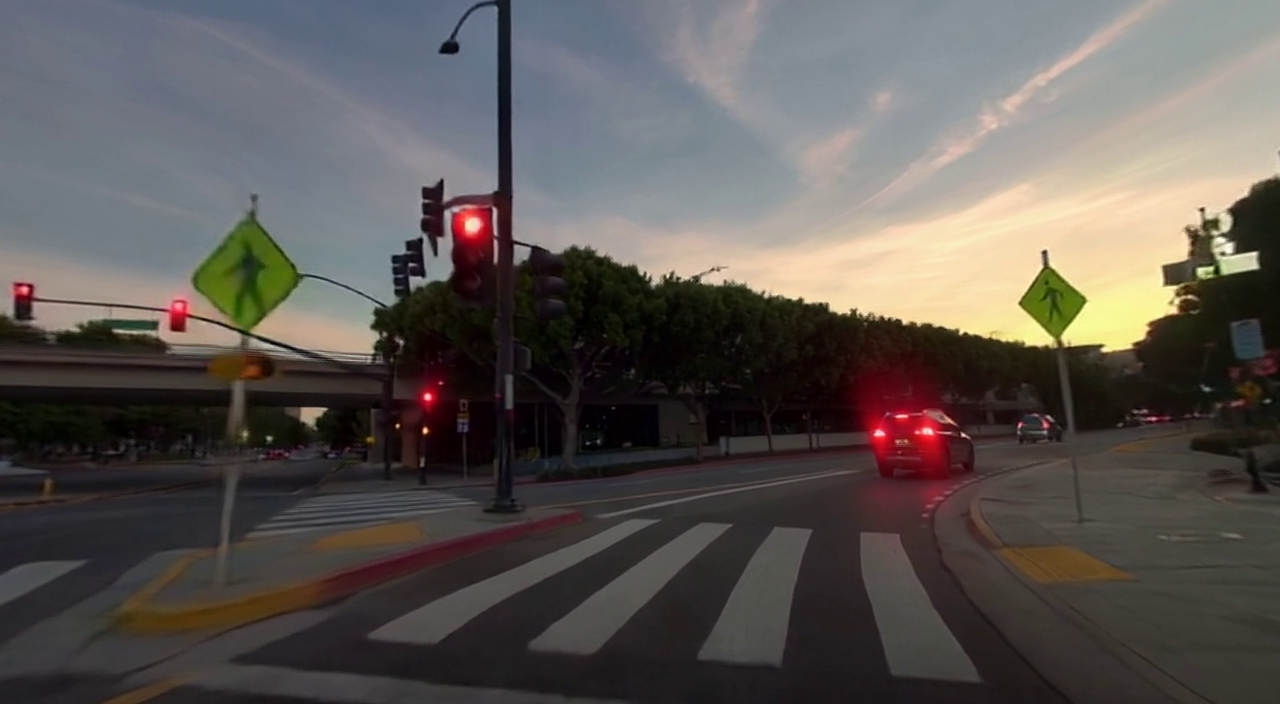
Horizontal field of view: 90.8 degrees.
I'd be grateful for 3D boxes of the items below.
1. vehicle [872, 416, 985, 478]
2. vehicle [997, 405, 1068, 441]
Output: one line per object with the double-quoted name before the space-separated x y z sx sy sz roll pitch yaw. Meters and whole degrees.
"vehicle" 8.644 2.804 18.749 1.908 1.622 4.166 -7 -11 39
"vehicle" 23.606 4.326 37.913 5.144 1.954 2.122 7 -11 -42
